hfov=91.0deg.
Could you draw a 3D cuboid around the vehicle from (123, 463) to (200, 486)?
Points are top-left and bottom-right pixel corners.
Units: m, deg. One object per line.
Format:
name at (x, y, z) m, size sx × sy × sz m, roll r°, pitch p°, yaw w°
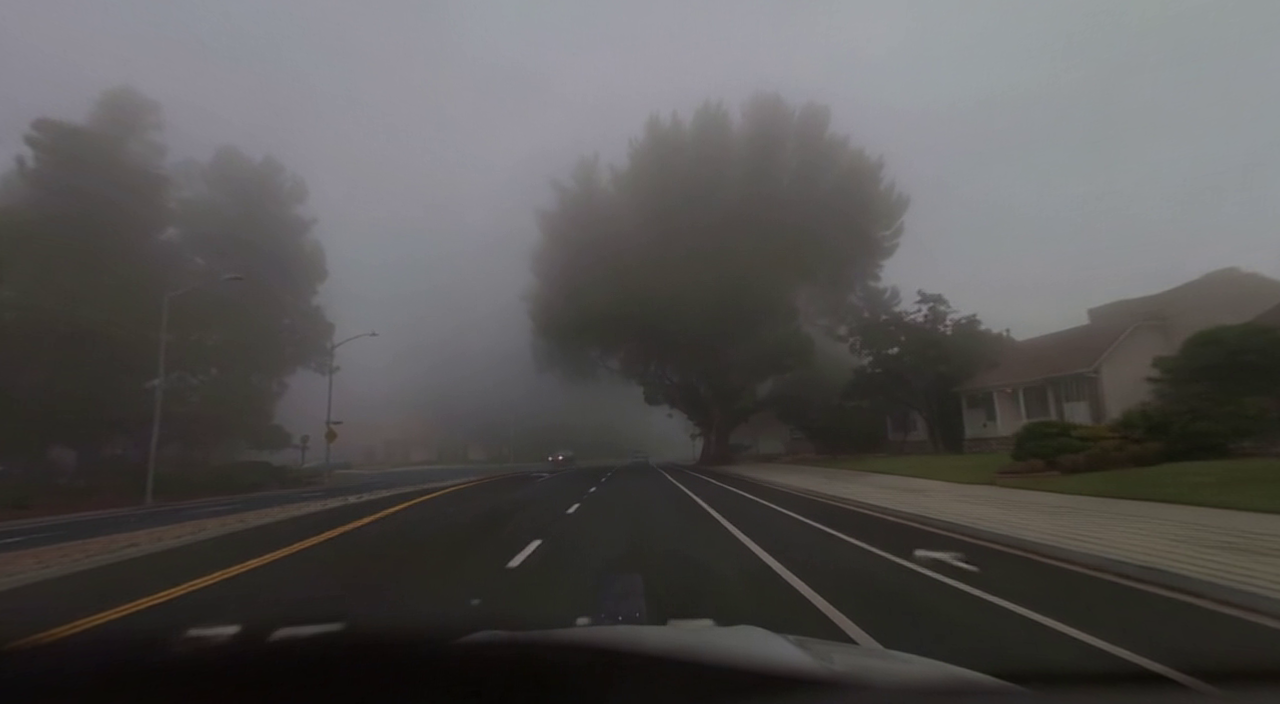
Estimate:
vehicle at (-37.016, 9.447, 48.777) m, size 1.845 × 1.560 × 4.296 m, roll -4°, pitch -9°, yaw 24°
